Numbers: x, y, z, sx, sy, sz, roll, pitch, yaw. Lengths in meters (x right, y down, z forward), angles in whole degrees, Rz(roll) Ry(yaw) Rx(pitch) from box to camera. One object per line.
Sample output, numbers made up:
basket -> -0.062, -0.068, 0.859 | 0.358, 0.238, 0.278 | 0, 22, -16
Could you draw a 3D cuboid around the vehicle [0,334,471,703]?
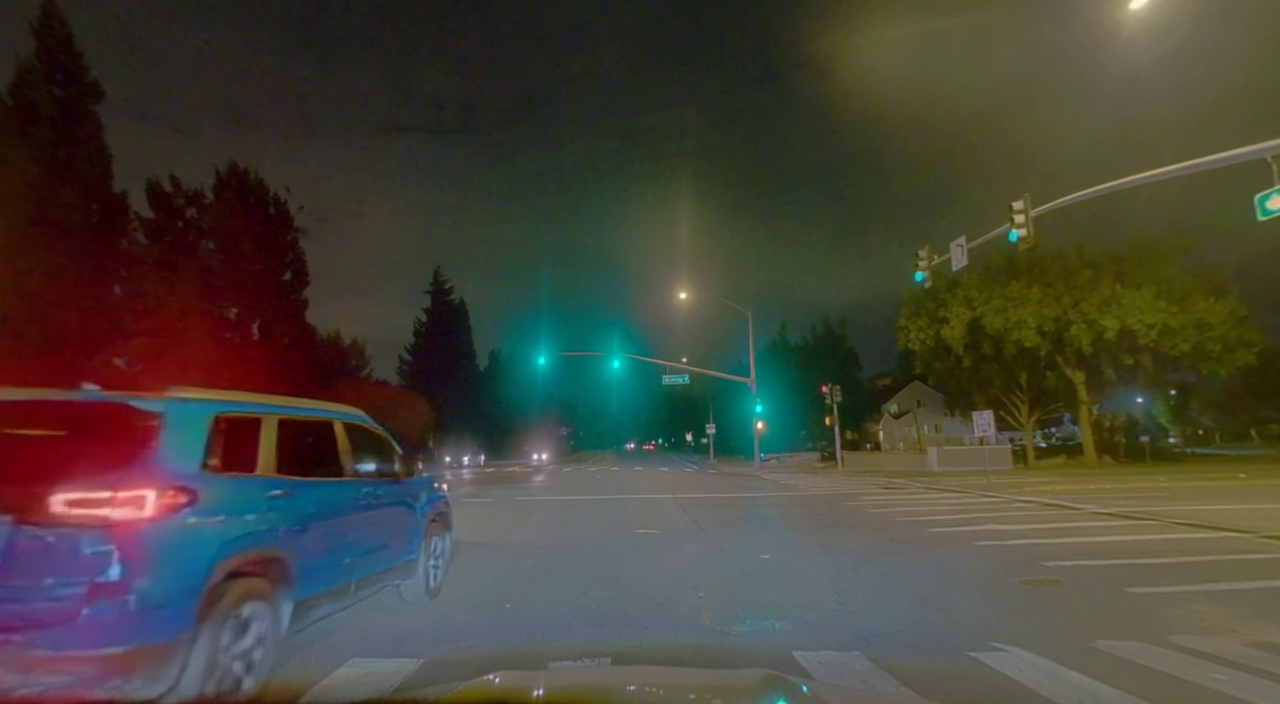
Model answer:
vehicle -> -3.009, 1.141, 4.726 | 2.123, 1.799, 4.425 | 0, -8, 2
